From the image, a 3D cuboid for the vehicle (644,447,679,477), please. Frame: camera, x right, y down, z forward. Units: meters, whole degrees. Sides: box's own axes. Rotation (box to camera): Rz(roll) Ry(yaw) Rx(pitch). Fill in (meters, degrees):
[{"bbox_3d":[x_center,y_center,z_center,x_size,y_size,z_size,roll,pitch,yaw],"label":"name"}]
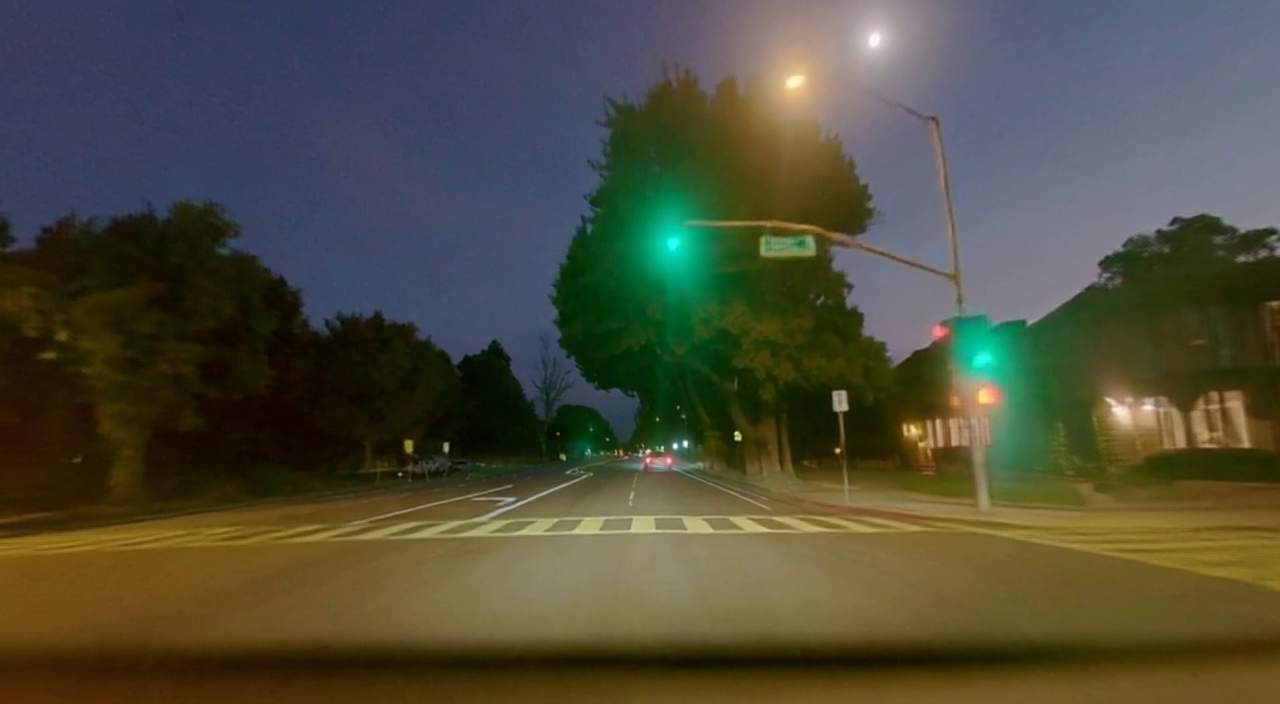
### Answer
[{"bbox_3d":[1.351,7.152,41.368,2.215,1.799,4.426,0,-9,0],"label":"vehicle"}]
